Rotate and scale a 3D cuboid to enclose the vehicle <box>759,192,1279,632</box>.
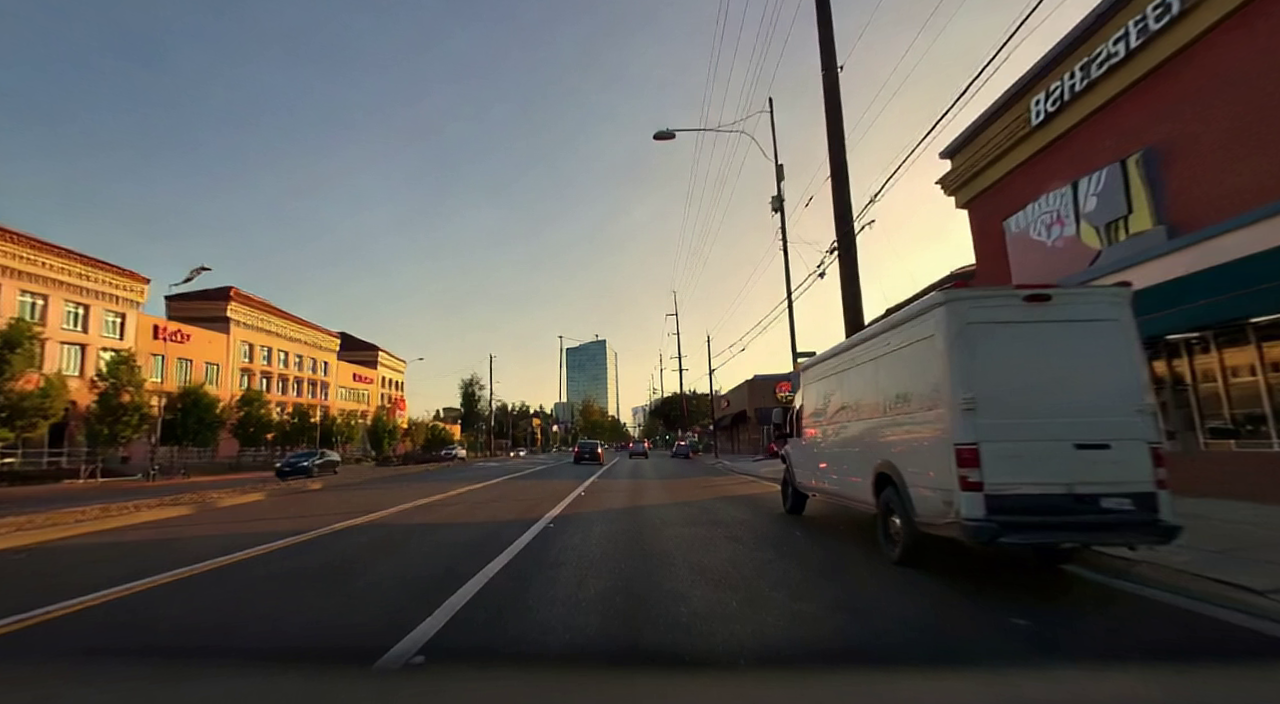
[{"bbox_3d":[3.875,0.931,8.392,3.089,3.207,7.611,0,-9,0],"label":"vehicle"}]

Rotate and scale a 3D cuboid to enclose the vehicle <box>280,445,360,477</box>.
[{"bbox_3d":[-18.509,6.309,36.806,2.144,1.725,4.716,0,-9,0],"label":"vehicle"}]

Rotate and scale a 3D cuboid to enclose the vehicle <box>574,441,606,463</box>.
[{"bbox_3d":[-3.724,7.532,47.690,2.179,1.490,4.742,0,-9,-2],"label":"vehicle"}]
